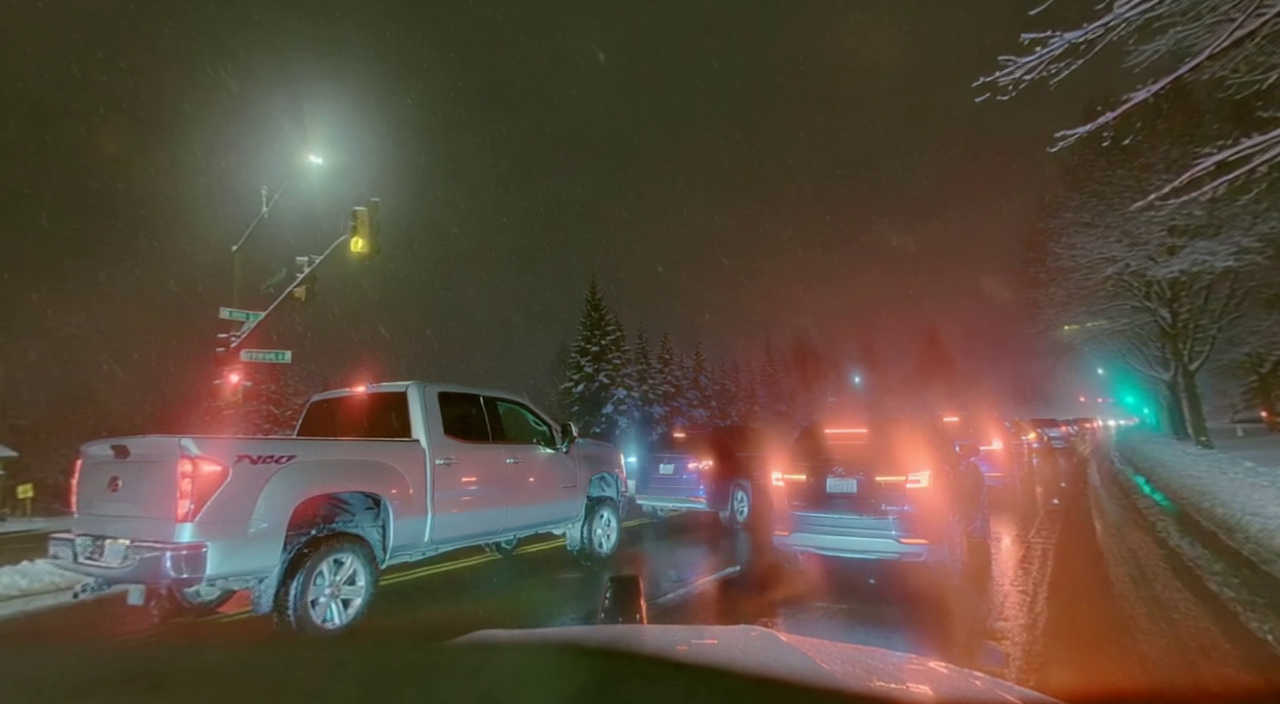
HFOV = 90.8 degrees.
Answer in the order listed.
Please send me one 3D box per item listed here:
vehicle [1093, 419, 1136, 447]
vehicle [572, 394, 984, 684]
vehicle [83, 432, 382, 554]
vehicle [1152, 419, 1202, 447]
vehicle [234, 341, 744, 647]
[{"bbox_3d":[32.816,5.671,43.717,2.160,1.790,4.303,-6,-10,35],"label":"vehicle"},{"bbox_3d":[1.723,1.377,5.994,2.027,1.549,4.801,-6,-10,35],"label":"vehicle"},{"bbox_3d":[-8.321,2.799,13.451,2.174,2.057,4.738,-6,-10,33],"label":"vehicle"},{"bbox_3d":[35.785,5.474,42.185,2.183,1.714,4.491,-7,-11,37],"label":"vehicle"},{"bbox_3d":[-0.876,1.398,7.463,2.272,2.016,6.146,-5,-10,27],"label":"vehicle"}]
